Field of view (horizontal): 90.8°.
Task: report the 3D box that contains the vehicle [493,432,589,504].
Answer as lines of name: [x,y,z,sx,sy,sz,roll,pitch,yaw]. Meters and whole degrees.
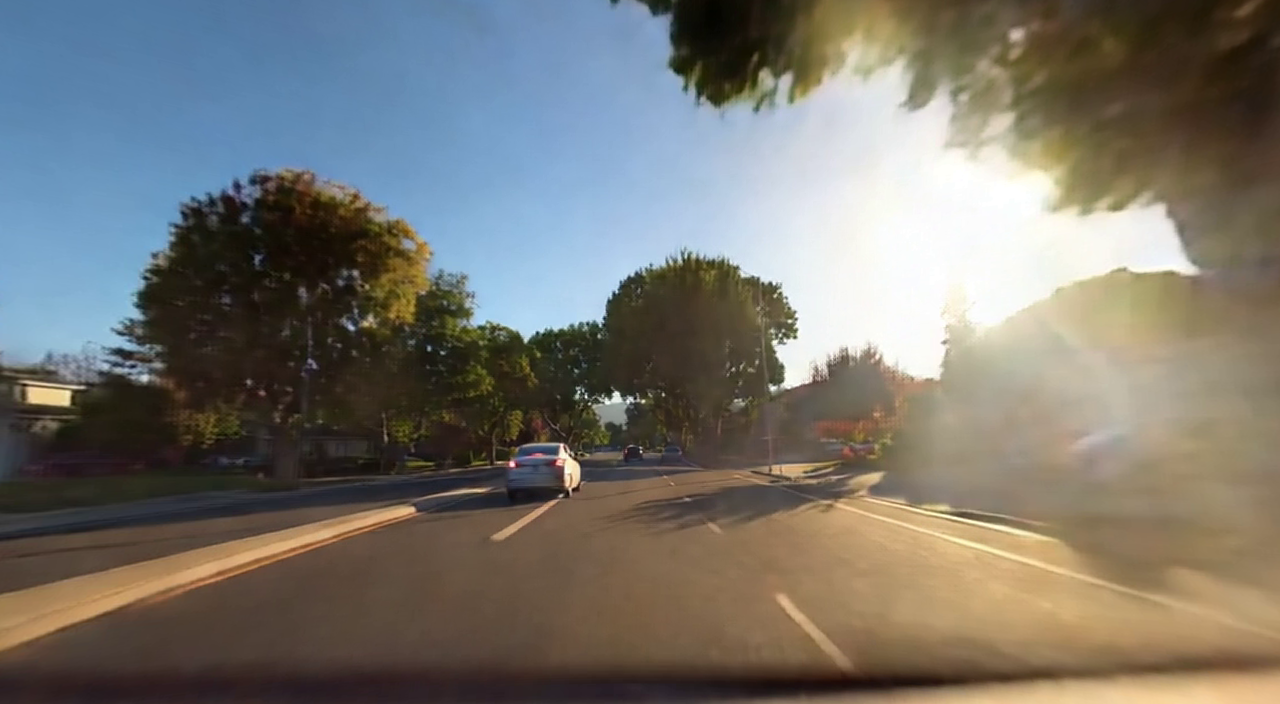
vehicle: [-2.570,3.141,17.622,2.205,1.706,4.904,0,-9,-4]

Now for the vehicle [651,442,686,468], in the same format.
vehicle: [1.784,6.629,40.837,2.003,1.614,4.072,0,-9,-1]

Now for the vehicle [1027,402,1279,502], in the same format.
vehicle: [11.333,2.140,13.662,4.560,1.842,2.048,-8,-12,43]
